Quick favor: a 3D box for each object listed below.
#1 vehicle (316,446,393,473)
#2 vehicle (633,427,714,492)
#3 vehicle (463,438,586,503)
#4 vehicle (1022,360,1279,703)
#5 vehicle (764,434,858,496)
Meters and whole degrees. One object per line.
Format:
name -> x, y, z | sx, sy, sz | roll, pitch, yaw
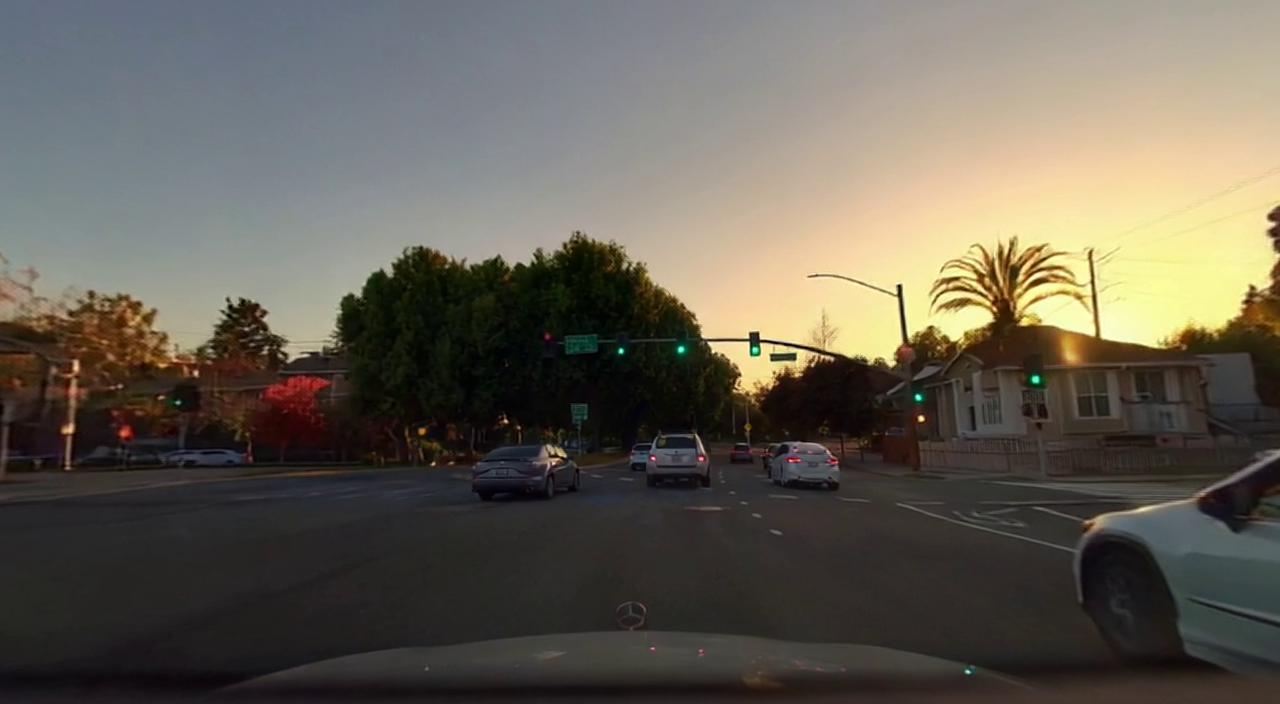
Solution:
vehicle -> -16.368, 6.179, 36.428 | 1.869, 1.449, 4.417 | -2, -9, 9
vehicle -> 1.144, 3.356, 19.953 | 2.250, 1.768, 4.574 | -1, -9, 5
vehicle -> -2.844, 3.056, 16.743 | 2.006, 1.464, 4.586 | -1, -9, 5
vehicle -> 3.594, 0.749, 1.807 | 2.106, 1.636, 4.655 | -1, -9, 1
vehicle -> 4.678, 3.128, 17.764 | 1.859, 1.540, 3.454 | -1, -9, 4
